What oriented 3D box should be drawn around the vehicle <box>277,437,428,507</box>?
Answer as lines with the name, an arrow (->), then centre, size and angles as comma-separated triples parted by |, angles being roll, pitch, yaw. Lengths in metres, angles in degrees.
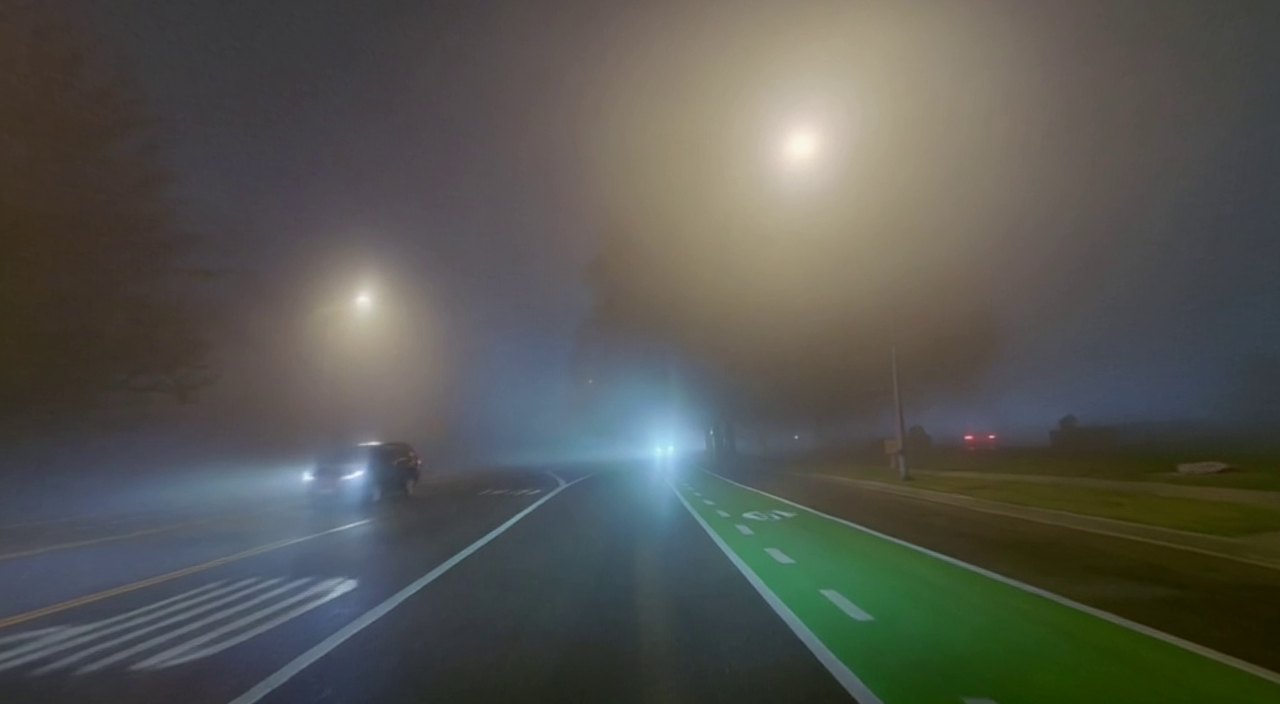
vehicle -> -7.994, 3.354, 18.165 | 2.065, 1.744, 4.566 | -1, -8, 2
